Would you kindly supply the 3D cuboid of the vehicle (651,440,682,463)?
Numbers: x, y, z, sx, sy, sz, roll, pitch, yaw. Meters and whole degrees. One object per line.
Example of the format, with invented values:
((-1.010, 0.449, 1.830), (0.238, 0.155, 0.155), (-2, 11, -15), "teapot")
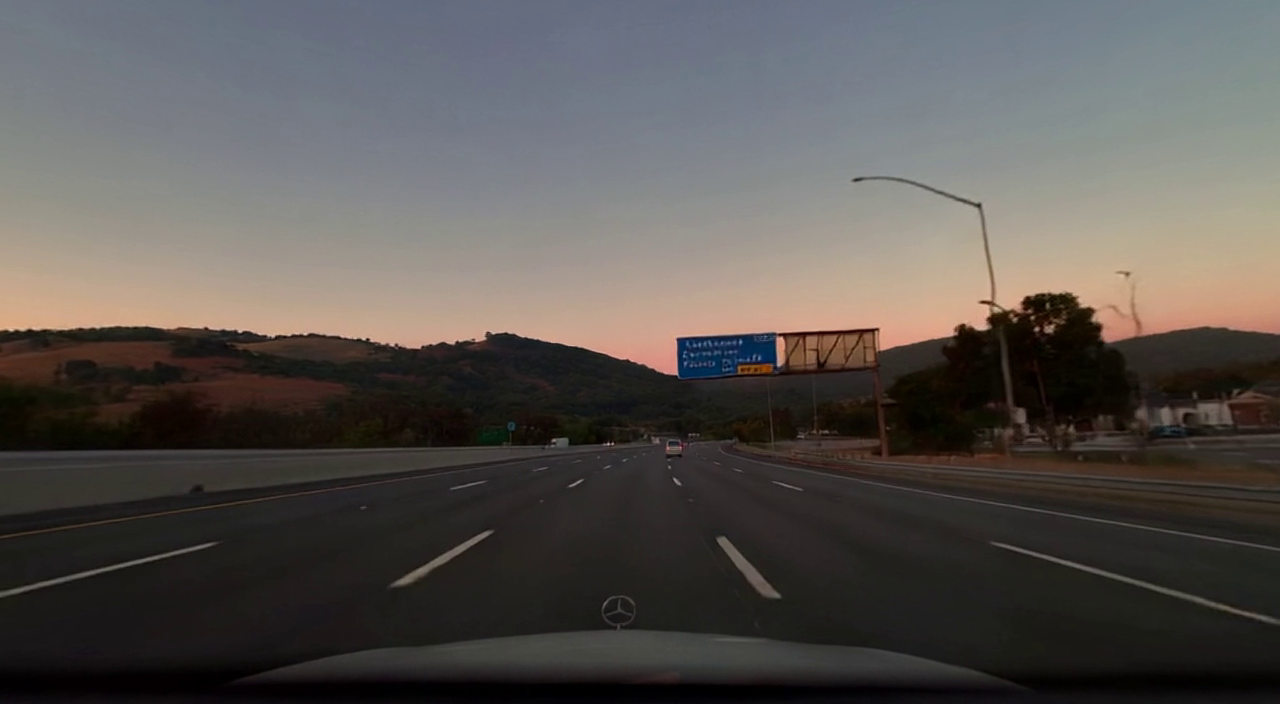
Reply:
((2.026, 7.773, 49.499), (2.224, 1.738, 4.376), (0, -9, 0), "vehicle")
